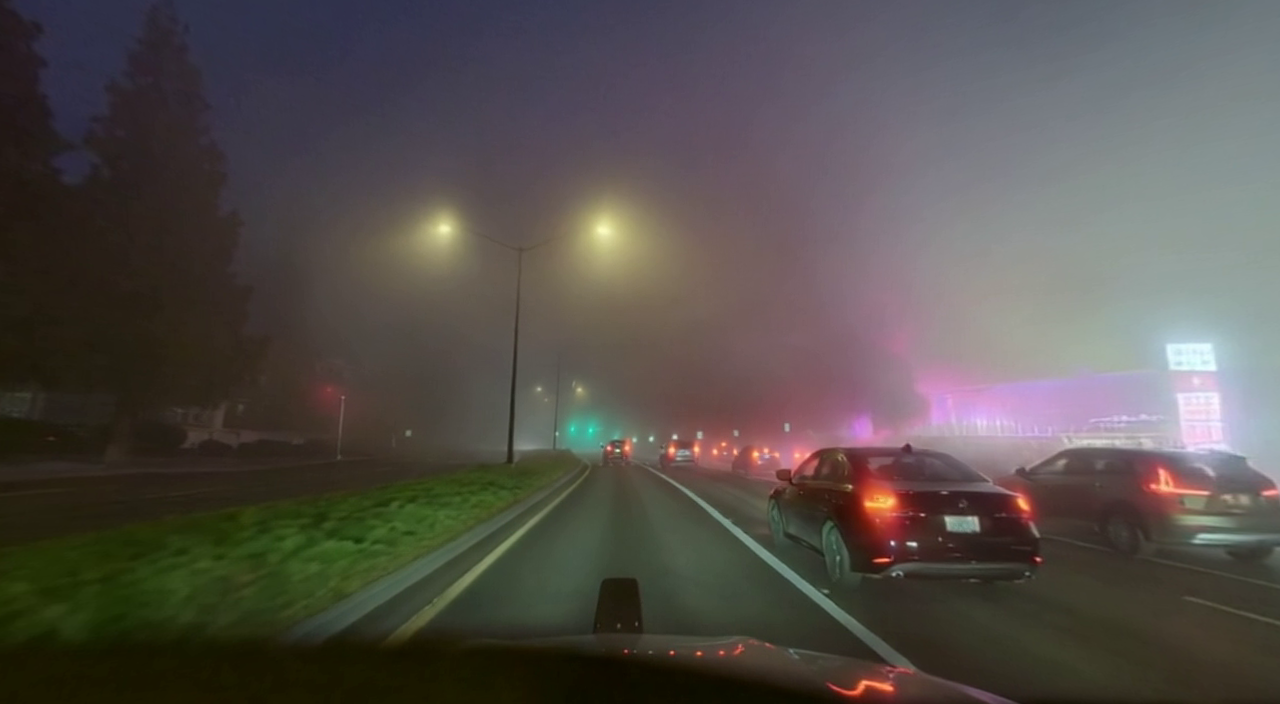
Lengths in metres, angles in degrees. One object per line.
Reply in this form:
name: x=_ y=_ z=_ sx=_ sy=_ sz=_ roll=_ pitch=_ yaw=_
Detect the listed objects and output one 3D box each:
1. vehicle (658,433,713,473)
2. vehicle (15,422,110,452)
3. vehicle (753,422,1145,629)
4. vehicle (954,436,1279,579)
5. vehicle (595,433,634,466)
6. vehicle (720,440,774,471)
vehicle: x=2.104 y=4.794 z=30.063 sx=2.000 sy=1.745 sz=4.206 roll=1 pitch=-8 yaw=-4
vehicle: x=-35.605 y=5.292 z=38.967 sx=1.914 sy=1.698 sz=4.686 roll=1 pitch=-8 yaw=-9
vehicle: x=2.597 y=1.556 z=6.673 sx=1.883 sy=1.452 sz=4.258 roll=1 pitch=-8 yaw=-2
vehicle: x=6.466 y=1.929 z=8.701 sx=1.917 sy=1.457 sz=4.274 roll=1 pitch=-8 yaw=-2
vehicle: x=-1.564 y=5.754 z=37.245 sx=2.051 sy=1.798 sz=4.168 roll=1 pitch=-8 yaw=-5
vehicle: x=5.882 y=5.736 z=35.195 sx=1.954 sy=1.606 sz=4.423 roll=1 pitch=-8 yaw=-4
